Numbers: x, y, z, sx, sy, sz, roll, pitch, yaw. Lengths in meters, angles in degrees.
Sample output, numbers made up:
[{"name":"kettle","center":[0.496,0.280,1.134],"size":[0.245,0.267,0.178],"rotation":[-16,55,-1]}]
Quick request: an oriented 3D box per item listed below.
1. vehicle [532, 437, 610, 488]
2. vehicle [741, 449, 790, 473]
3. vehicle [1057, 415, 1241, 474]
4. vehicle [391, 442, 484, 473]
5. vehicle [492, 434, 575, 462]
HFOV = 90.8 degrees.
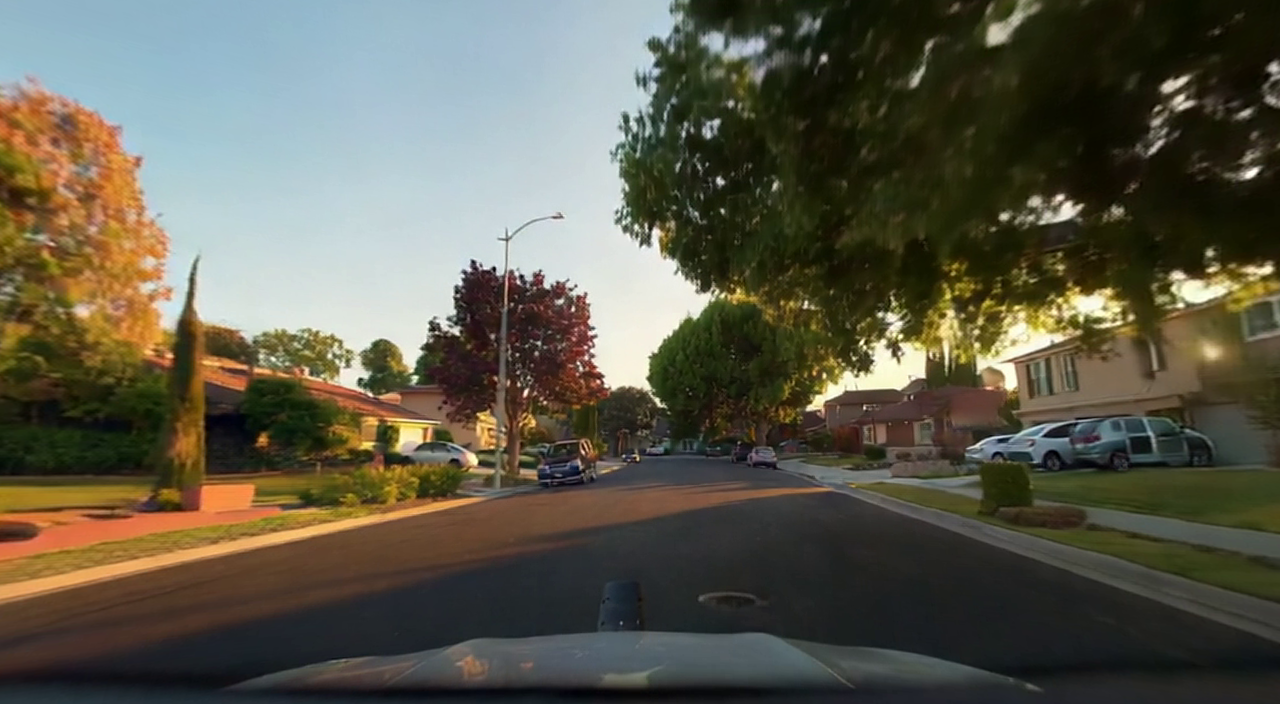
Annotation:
[{"name":"vehicle","center":[-2.675,4.427,25.822],"size":[2.215,1.859,4.765],"rotation":[-1,-8,6]},{"name":"vehicle","center":[7.952,6.979,40.577],"size":[1.984,1.437,4.726],"rotation":[0,-9,-3]},{"name":"vehicle","center":[15.829,2.891,19.763],"size":[4.384,1.688,1.956],"rotation":[1,-8,-10]},{"name":"vehicle","center":[-10.332,5.388,32.414],"size":[4.376,1.458,2.046],"rotation":[2,-8,-17]},{"name":"vehicle","center":[-8.279,7.435,49.158],"size":[6.197,1.824,2.113],"rotation":[-1,-9,-11]}]
